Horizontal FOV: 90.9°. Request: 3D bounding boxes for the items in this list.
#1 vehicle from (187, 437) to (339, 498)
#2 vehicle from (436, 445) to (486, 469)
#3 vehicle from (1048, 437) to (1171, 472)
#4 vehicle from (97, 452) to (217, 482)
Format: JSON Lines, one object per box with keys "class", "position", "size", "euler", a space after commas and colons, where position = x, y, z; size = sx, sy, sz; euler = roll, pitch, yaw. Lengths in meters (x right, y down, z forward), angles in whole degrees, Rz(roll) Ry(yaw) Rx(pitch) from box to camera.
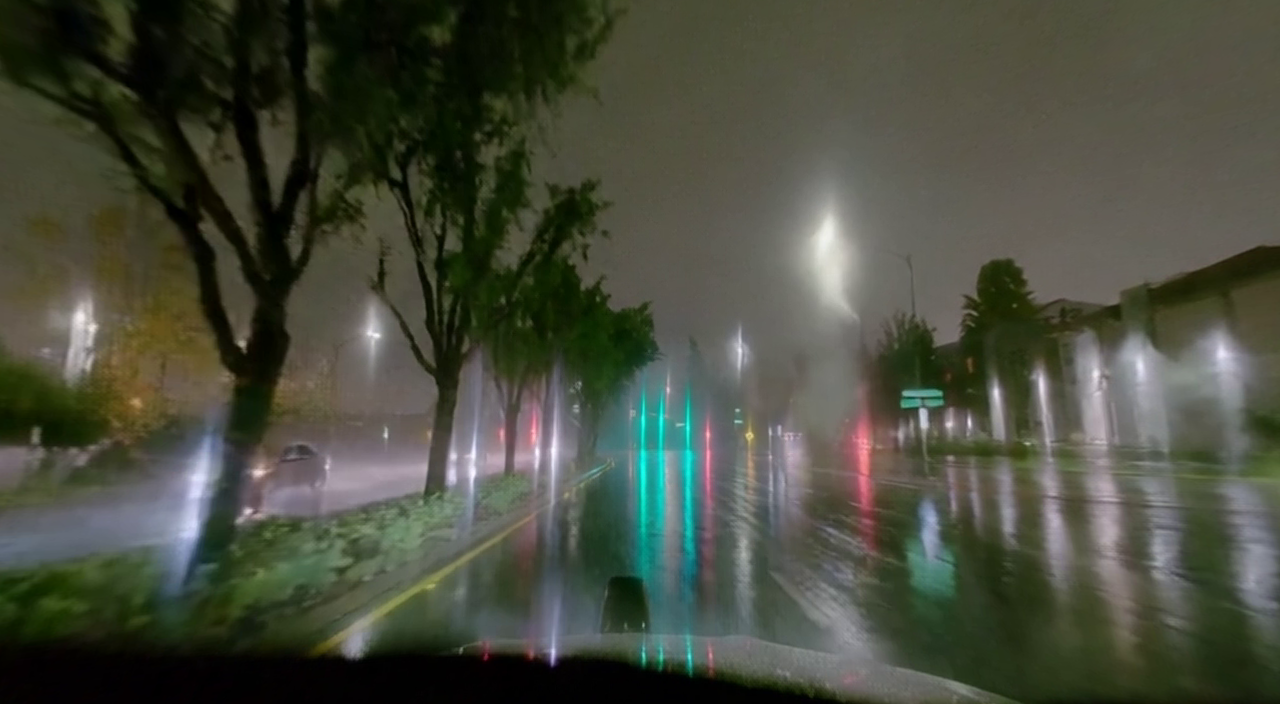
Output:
{"class": "vehicle", "position": [-12.097, 3.701, 20.704], "size": [2.056, 1.763, 4.629], "euler": [0, -8, 1]}
{"class": "vehicle", "position": [-11.365, 6.679, 40.276], "size": [1.816, 1.457, 4.386], "euler": [0, -8, 1]}
{"class": "vehicle", "position": [21.515, 4.701, 29.003], "size": [4.176, 1.490, 1.871], "euler": [0, -8, -3]}
{"class": "vehicle", "position": [-25.212, 6.002, 33.036], "size": [4.663, 1.464, 1.906], "euler": [0, -8, -1]}
